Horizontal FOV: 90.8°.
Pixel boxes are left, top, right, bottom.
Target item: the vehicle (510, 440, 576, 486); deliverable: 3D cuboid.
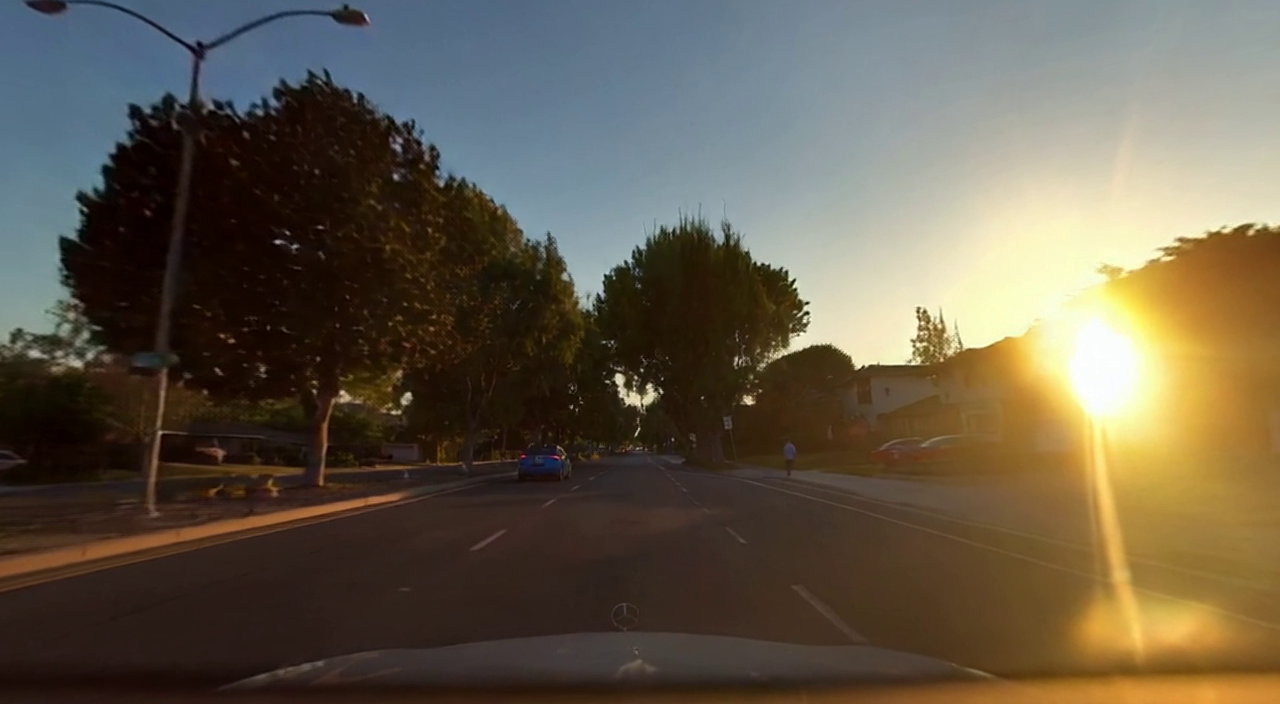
[{"bbox_3d":[-3.941,4.581,26.422,1.993,1.733,4.262,0,-8,1],"label":"vehicle"}]
